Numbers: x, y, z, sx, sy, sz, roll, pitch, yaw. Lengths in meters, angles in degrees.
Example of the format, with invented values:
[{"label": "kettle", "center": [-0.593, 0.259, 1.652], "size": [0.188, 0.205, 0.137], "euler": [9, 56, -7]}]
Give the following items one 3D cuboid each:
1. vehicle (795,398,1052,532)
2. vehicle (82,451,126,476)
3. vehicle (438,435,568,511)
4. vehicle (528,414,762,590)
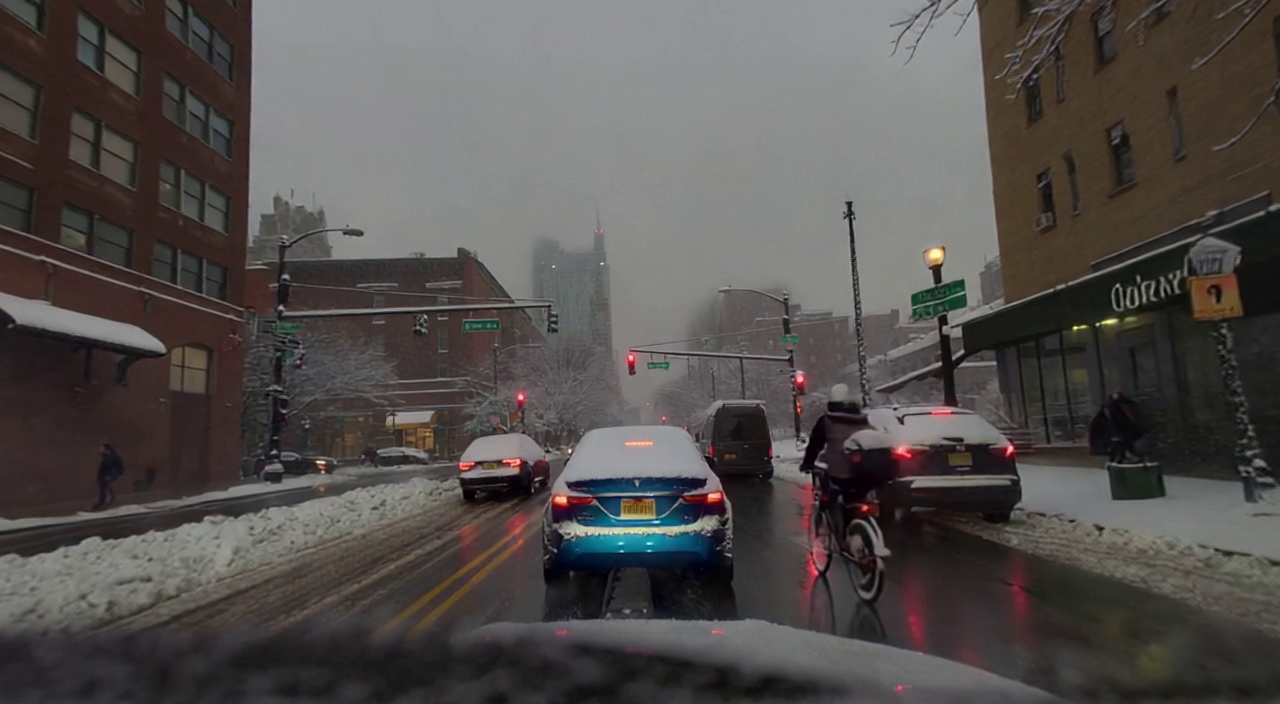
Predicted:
[{"label": "vehicle", "center": [4.508, 1.913, 11.130], "size": [2.142, 1.829, 4.767], "euler": [0, -9, -2]}, {"label": "vehicle", "center": [-40.448, 8.363, 47.475], "size": [2.264, 1.722, 4.721], "euler": [7, -11, -41]}, {"label": "vehicle", "center": [-2.940, 2.708, 14.631], "size": [2.039, 1.452, 4.489], "euler": [0, -9, -1]}, {"label": "vehicle", "center": [0.030, 1.649, 7.721], "size": [2.091, 1.557, 4.000], "euler": [0, -9, 0]}]
